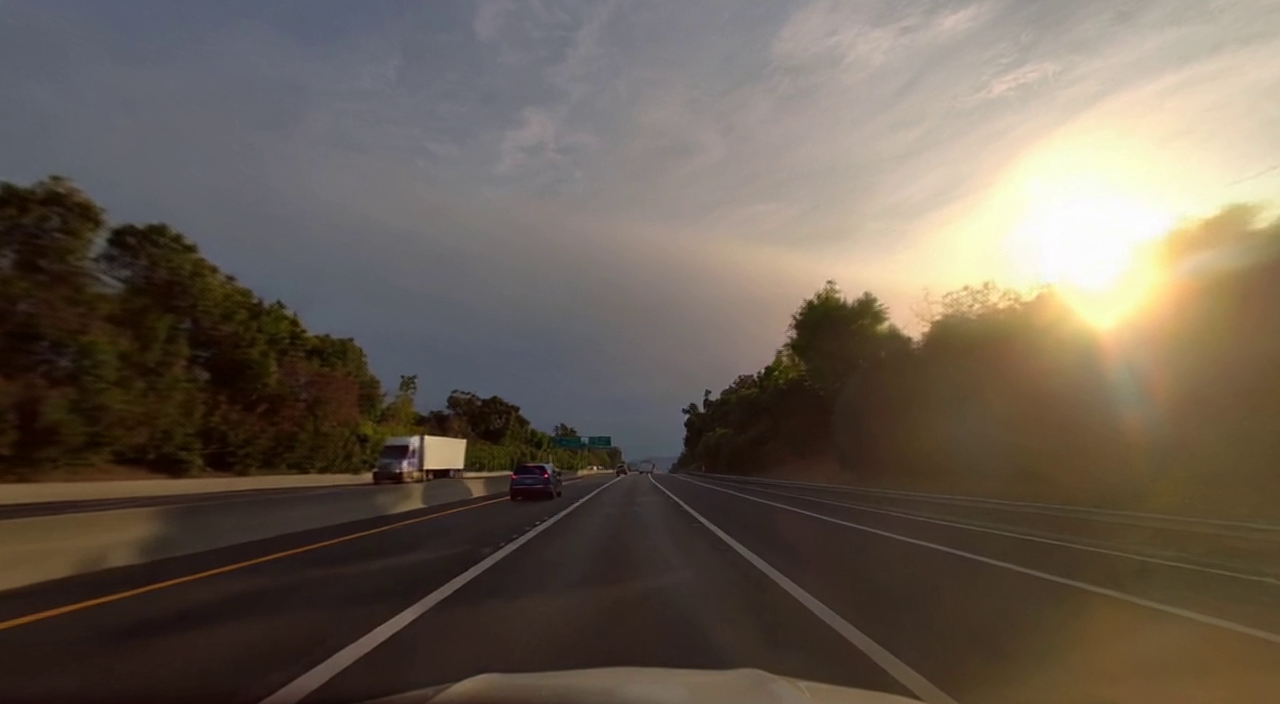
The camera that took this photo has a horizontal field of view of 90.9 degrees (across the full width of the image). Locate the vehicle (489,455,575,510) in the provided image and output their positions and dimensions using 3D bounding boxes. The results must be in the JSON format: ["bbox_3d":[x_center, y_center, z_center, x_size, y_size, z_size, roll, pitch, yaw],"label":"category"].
[{"bbox_3d":[-3.628,4.512,22.116,2.053,1.657,4.725,1,-10,1],"label":"vehicle"}]

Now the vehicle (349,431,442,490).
[{"bbox_3d":[-17.092,7.746,44.898,2.944,3.713,8.529,1,-10,1],"label":"vehicle"}]
